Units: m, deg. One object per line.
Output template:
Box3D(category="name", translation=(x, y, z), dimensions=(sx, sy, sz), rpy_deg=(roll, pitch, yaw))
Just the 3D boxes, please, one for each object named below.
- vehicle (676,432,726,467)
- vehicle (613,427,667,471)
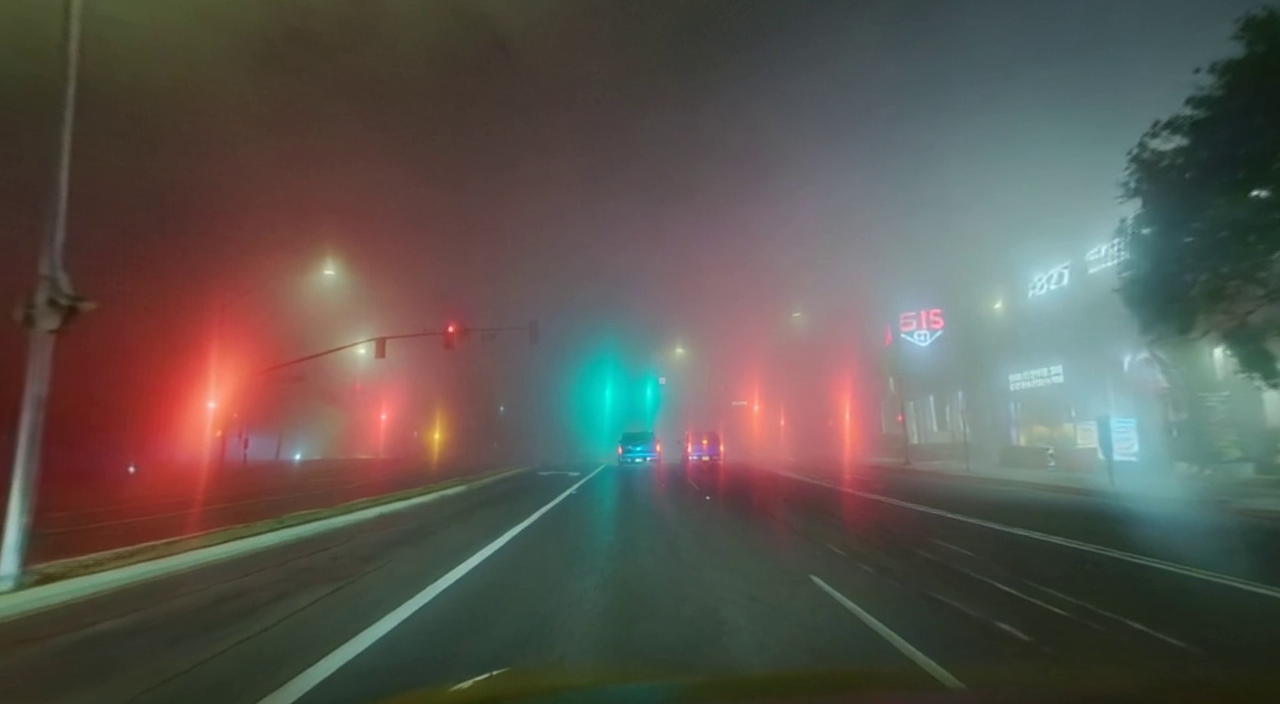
Box3D(category="vehicle", translation=(3.222, 5.228, 34.074), dimensions=(2.107, 1.736, 4.228), rpy_deg=(0, -8, -2))
Box3D(category="vehicle", translation=(-0.098, 4.714, 30.845), dimensions=(2.413, 1.939, 4.716), rpy_deg=(0, -8, -2))
